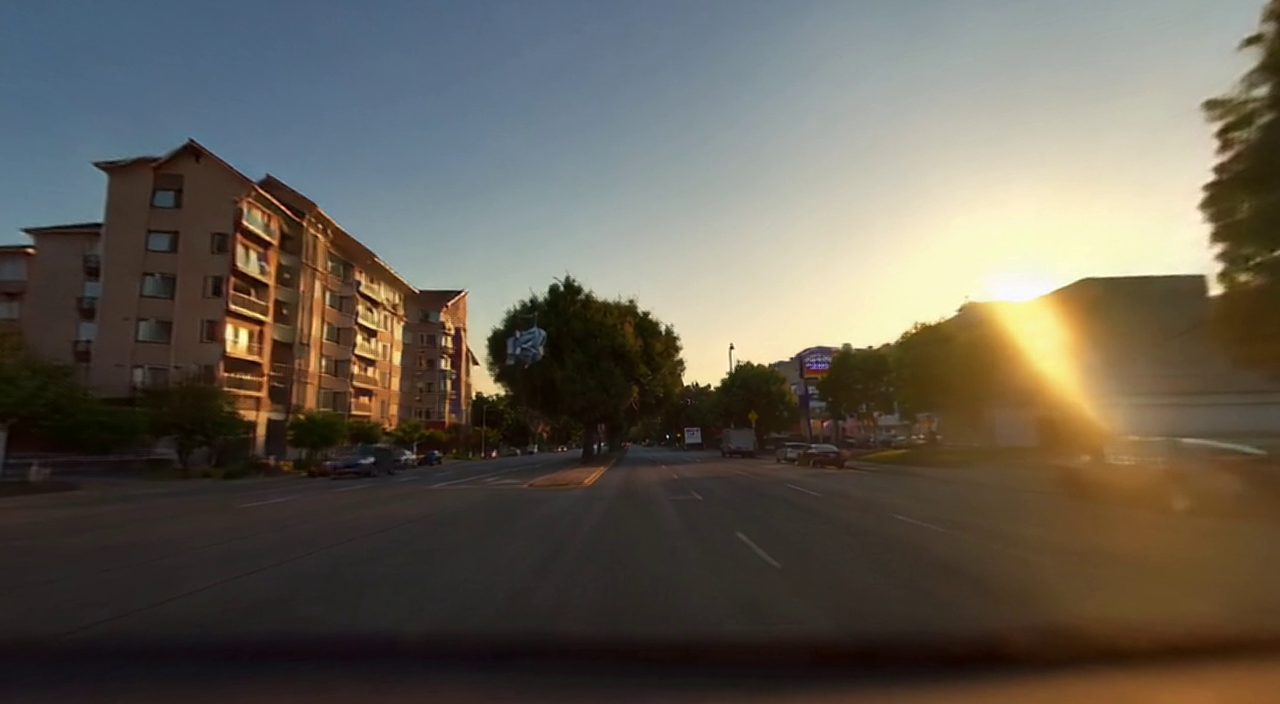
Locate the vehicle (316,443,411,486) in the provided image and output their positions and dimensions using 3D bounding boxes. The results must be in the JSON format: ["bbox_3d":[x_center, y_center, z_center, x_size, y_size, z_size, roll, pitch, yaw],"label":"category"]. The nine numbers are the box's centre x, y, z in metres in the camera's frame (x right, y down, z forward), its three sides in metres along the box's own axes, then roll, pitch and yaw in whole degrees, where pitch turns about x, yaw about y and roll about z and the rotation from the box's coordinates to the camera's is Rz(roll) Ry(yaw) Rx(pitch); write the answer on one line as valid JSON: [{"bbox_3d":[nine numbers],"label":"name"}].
[{"bbox_3d":[-12.340,5.015,28.604,2.262,1.732,4.501,0,-8,0],"label":"vehicle"}]

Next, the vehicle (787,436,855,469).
[{"bbox_3d":[10.039,5.621,35.541,2.183,1.698,5.010,1,-8,-2],"label":"vehicle"}]

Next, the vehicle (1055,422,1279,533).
[{"bbox_3d":[10.579,2.273,12.089,2.078,1.688,4.557,1,-8,-2],"label":"vehicle"}]
